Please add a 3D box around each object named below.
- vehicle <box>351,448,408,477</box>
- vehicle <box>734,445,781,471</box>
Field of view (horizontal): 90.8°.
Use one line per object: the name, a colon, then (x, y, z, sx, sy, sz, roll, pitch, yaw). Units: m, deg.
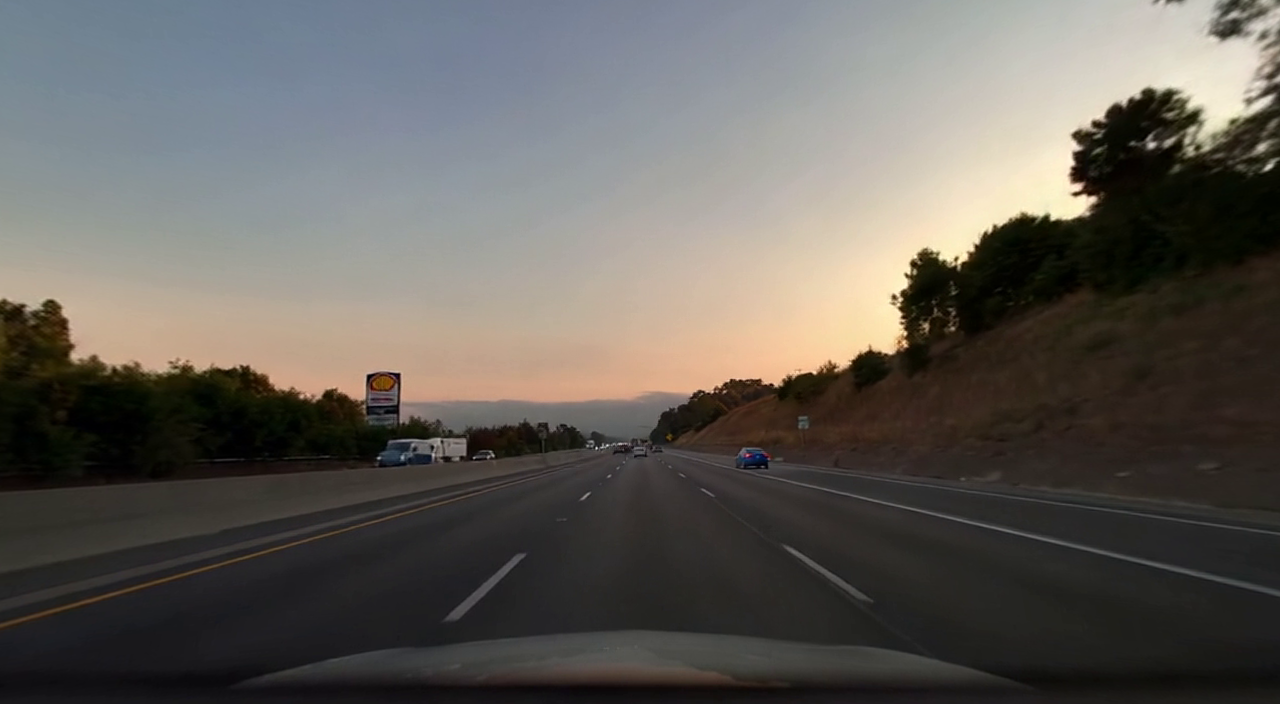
vehicle: (-19.397, 8.215, 47.226, 2.091, 2.078, 5.210, 0, -9, -1)
vehicle: (7.041, 6.395, 38.151, 1.967, 1.472, 3.751, 0, -9, -3)
